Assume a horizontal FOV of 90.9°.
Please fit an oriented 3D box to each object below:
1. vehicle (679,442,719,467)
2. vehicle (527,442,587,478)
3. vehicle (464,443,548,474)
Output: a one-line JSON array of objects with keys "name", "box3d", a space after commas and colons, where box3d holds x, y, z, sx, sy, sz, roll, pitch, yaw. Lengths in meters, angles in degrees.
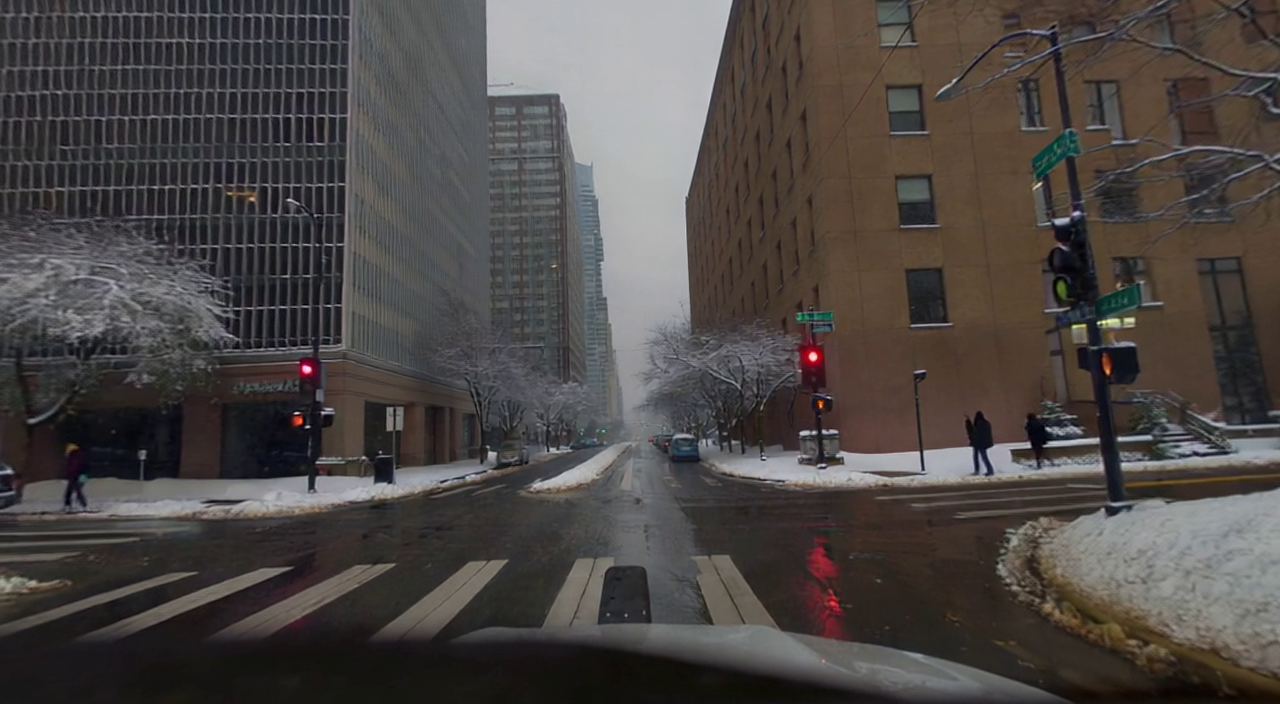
[{"name": "vehicle", "box3d": [3.555, 6.277, 38.865, 1.853, 1.426, 4.160, 1, -8, -3]}, {"name": "vehicle", "box3d": [-3.654, 4.816, 28.492, 1.989, 1.481, 4.500, 0, -8, 1]}, {"name": "vehicle", "box3d": [-8.018, 6.375, 38.013, 1.963, 1.726, 4.526, -8, -12, 44]}]
